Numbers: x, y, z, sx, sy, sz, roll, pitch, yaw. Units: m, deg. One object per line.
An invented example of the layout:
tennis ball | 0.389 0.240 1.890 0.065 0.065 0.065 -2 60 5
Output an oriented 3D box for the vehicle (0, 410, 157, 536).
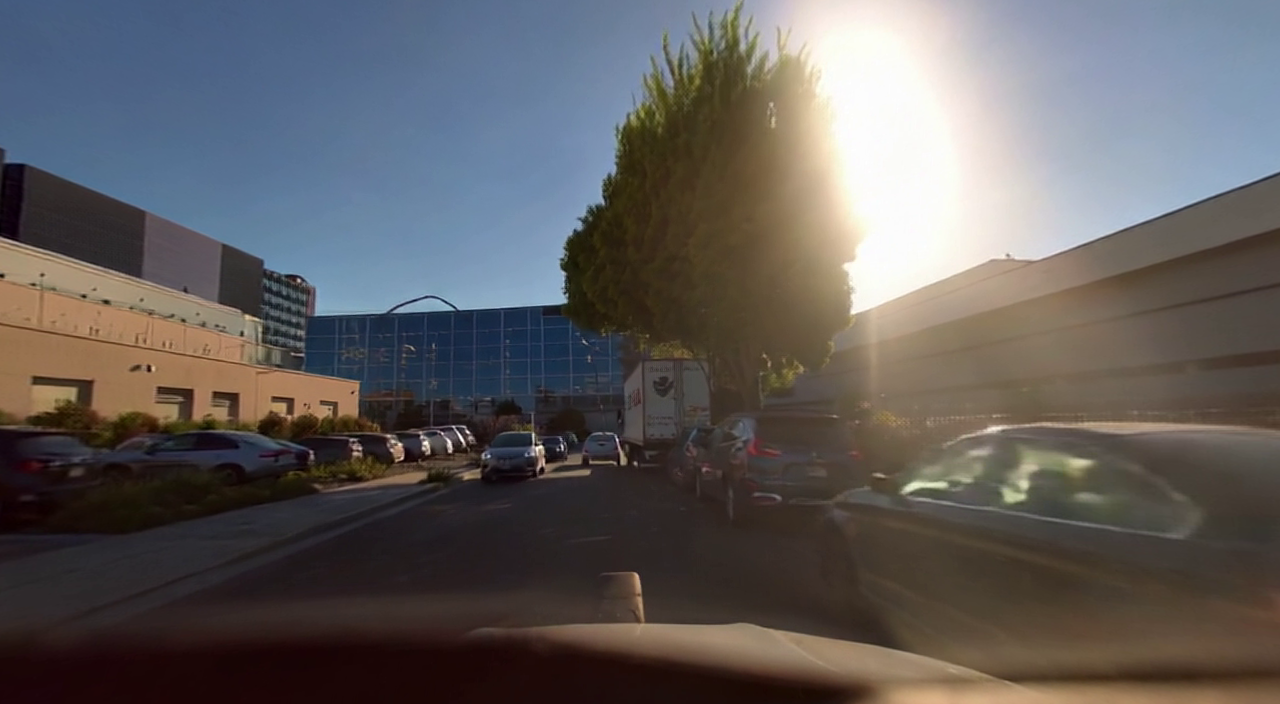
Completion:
vehicle | -9.943 1.791 9.713 1.996 1.719 4.382 2 -8 -10

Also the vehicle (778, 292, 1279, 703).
vehicle | 2.353 0.900 3.200 1.900 1.644 4.448 0 -8 -6

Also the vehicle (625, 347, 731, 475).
vehicle | 1.058 2.839 27.545 2.865 4.113 14.471 0 -8 -3

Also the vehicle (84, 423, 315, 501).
vehicle | -9.325 2.328 13.640 3.569 1.520 1.797 0 -8 -6

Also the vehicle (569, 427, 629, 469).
vehicle | -1.563 3.721 24.743 2.160 1.498 3.909 0 -8 -3

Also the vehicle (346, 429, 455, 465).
vehicle | -10.183 4.045 27.056 4.015 1.461 1.903 1 -8 -7

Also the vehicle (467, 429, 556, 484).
vehicle | -3.747 3.101 19.103 1.989 1.481 4.008 0 -8 -2
